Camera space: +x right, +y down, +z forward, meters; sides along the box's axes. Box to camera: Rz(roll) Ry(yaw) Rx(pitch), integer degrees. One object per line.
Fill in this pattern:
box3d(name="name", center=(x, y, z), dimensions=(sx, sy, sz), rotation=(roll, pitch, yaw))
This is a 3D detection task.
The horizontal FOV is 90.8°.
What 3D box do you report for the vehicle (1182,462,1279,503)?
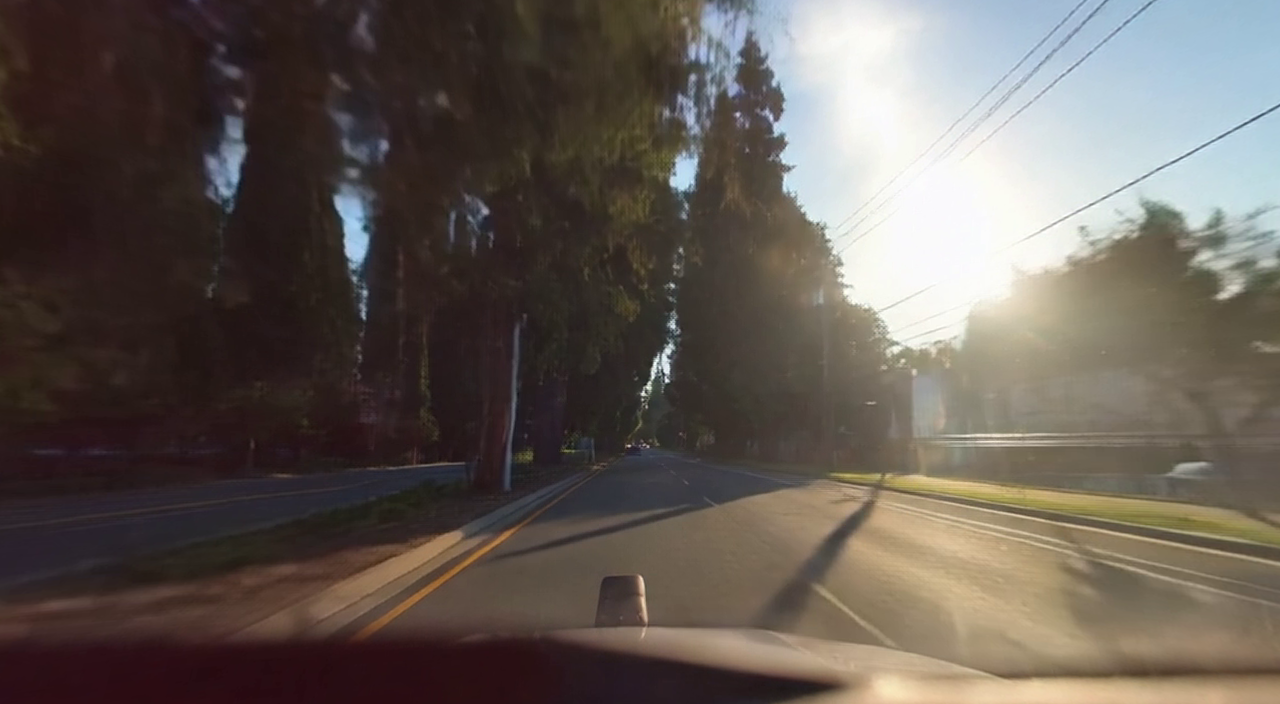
box3d(name="vehicle", center=(23.920, 5.037, 24.563), dimensions=(3.911, 1.449, 1.773), rotation=(-1, -9, 4))
